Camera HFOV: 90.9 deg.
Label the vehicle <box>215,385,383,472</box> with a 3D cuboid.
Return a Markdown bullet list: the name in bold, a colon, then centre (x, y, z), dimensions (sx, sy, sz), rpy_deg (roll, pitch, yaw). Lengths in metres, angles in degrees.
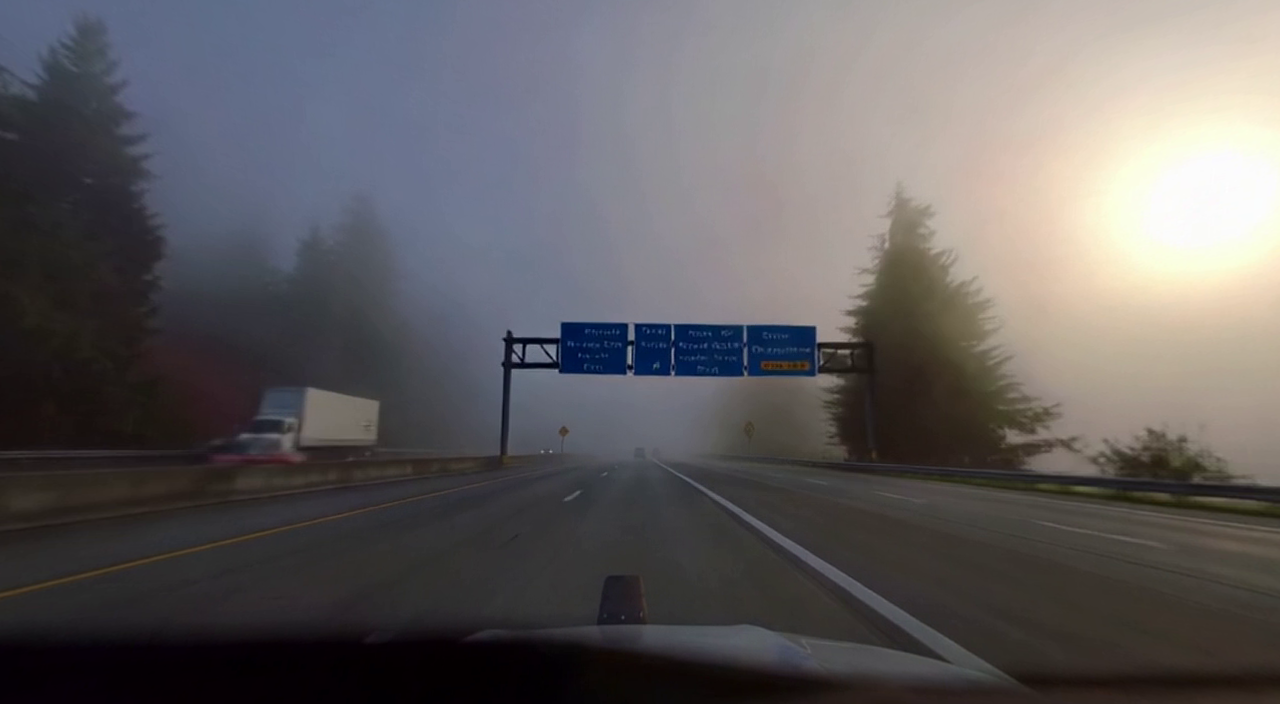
- **vehicle**: centre (-16.083, 3.920, 30.917), dimensions (2.937, 3.597, 9.388), rpy_deg (0, -9, 0)

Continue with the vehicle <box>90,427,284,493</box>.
- **vehicle**: centre (-11.623, 2.812, 16.629), dimensions (1.933, 1.477, 4.317), rpy_deg (0, -9, -1)
